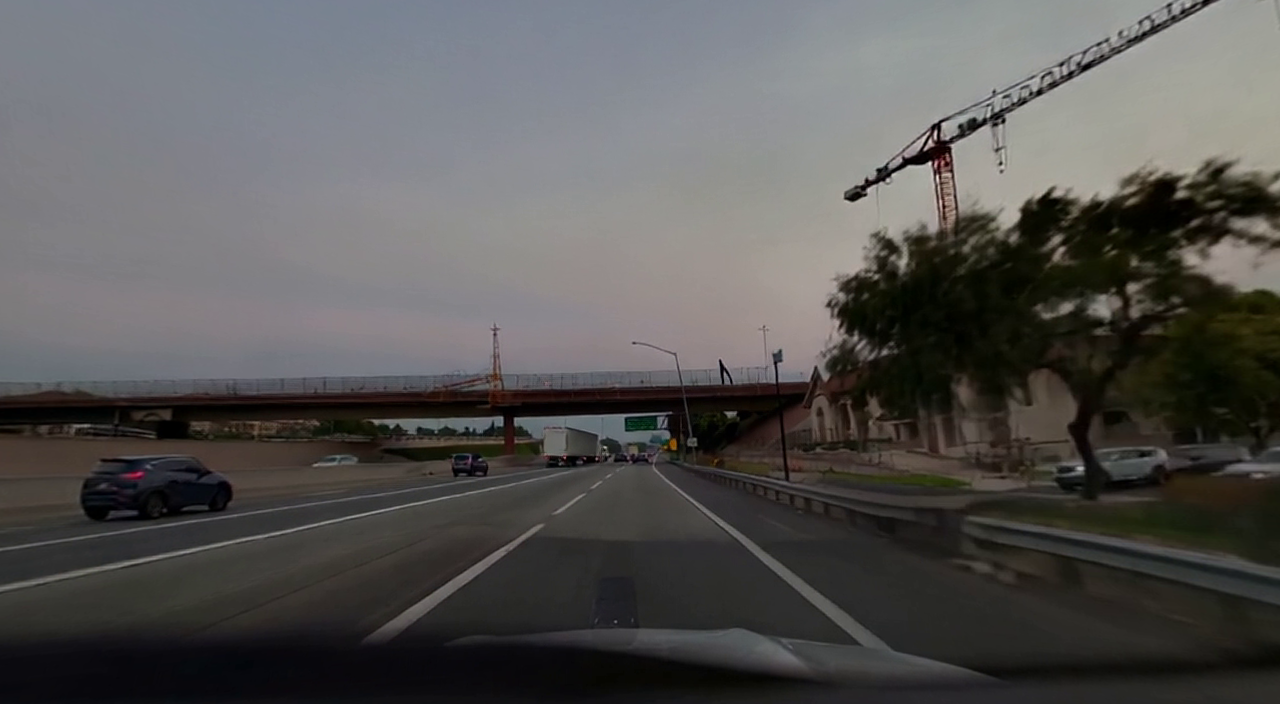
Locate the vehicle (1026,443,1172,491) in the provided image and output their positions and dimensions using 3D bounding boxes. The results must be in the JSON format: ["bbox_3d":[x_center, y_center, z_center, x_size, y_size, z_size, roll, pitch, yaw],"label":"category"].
[{"bbox_3d":[21.621,5.410,29.974,4.877,1.907,2.479,-3,-8,0],"label":"vehicle"}]

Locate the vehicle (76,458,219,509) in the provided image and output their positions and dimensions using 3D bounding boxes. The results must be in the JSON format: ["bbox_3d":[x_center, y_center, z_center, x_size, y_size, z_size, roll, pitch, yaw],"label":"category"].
[{"bbox_3d":[-19.269,5.131,25.051,1.932,1.752,4.541,0,-9,1],"label":"vehicle"}]

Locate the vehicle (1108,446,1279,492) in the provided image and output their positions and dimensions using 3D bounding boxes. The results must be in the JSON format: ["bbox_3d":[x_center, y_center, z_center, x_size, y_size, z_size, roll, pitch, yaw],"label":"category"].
[{"bbox_3d":[22.439,4.732,25.700,5.123,1.786,2.064,0,-9,-1],"label":"vehicle"}]
